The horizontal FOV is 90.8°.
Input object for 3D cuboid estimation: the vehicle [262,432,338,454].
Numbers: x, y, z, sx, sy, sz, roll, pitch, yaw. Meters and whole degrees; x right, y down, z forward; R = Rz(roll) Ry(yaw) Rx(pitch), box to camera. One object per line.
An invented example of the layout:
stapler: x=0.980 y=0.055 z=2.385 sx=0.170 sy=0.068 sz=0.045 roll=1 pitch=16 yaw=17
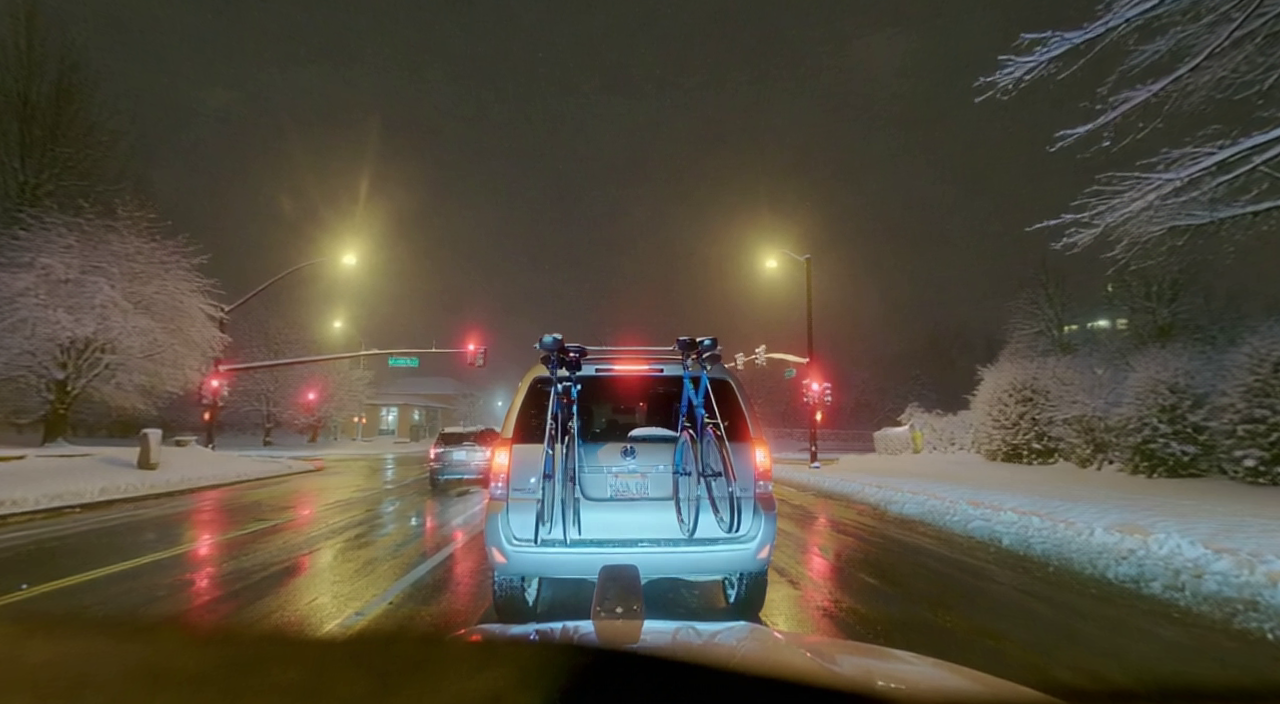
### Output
vehicle: x=-25.954 y=6.961 z=48.317 sx=4.576 sy=1.632 sz=1.960 roll=1 pitch=-9 yaw=-8

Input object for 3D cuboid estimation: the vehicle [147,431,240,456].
vehicle: x=-28.734 y=5.922 z=40.768 sx=4.435 sy=1.574 sz=1.816 roll=1 pitch=-9 yaw=-9

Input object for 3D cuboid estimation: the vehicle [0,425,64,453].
vehicle: x=-38.228 y=5.338 z=38.689 sx=3.926 sy=1.536 sz=1.731 roll=-1 pitch=-9 yaw=-7

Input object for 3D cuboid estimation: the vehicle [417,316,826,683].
vehicle: x=-0.247 y=1.162 z=6.019 sx=2.333 sy=2.087 sz=4.586 roll=1 pitch=-8 yaw=-4
